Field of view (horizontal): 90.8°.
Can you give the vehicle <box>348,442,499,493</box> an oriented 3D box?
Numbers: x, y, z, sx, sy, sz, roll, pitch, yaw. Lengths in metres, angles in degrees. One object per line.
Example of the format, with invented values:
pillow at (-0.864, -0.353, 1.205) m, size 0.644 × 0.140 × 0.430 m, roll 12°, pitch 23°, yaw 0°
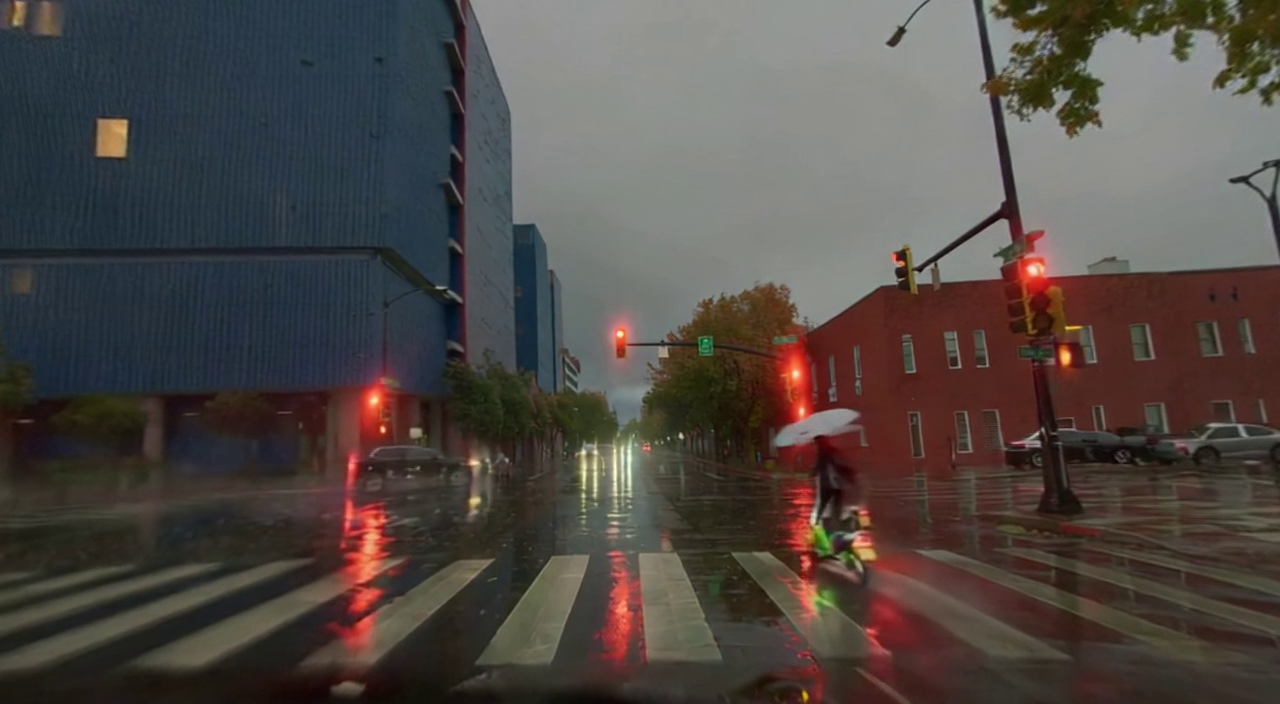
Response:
vehicle at (-7.611, 4.014, 22.401) m, size 4.641 × 1.616 × 2.051 m, roll 5°, pitch -10°, yaw -34°
